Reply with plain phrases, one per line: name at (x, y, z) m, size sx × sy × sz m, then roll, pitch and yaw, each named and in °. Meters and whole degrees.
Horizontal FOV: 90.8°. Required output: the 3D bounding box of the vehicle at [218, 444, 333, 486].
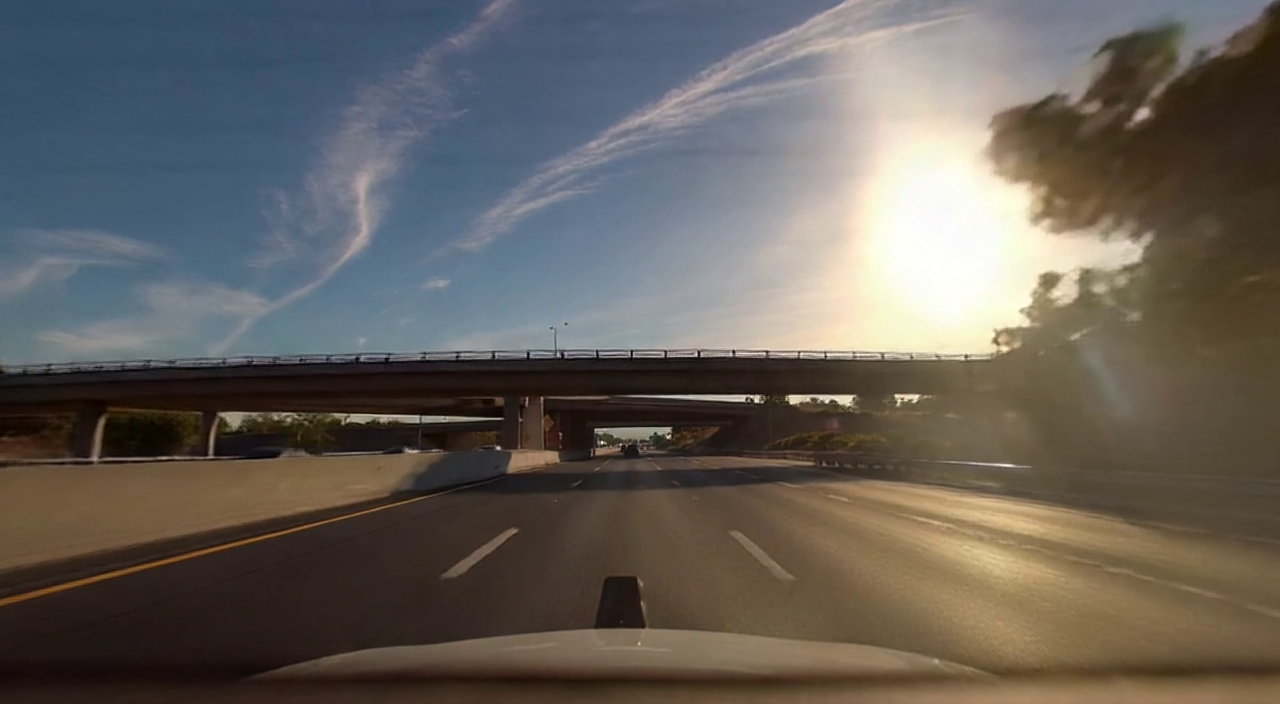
vehicle at (-14.139, 4.380, 24.849) m, size 1.916 × 1.470 × 4.449 m, roll 0°, pitch -9°, yaw -1°
